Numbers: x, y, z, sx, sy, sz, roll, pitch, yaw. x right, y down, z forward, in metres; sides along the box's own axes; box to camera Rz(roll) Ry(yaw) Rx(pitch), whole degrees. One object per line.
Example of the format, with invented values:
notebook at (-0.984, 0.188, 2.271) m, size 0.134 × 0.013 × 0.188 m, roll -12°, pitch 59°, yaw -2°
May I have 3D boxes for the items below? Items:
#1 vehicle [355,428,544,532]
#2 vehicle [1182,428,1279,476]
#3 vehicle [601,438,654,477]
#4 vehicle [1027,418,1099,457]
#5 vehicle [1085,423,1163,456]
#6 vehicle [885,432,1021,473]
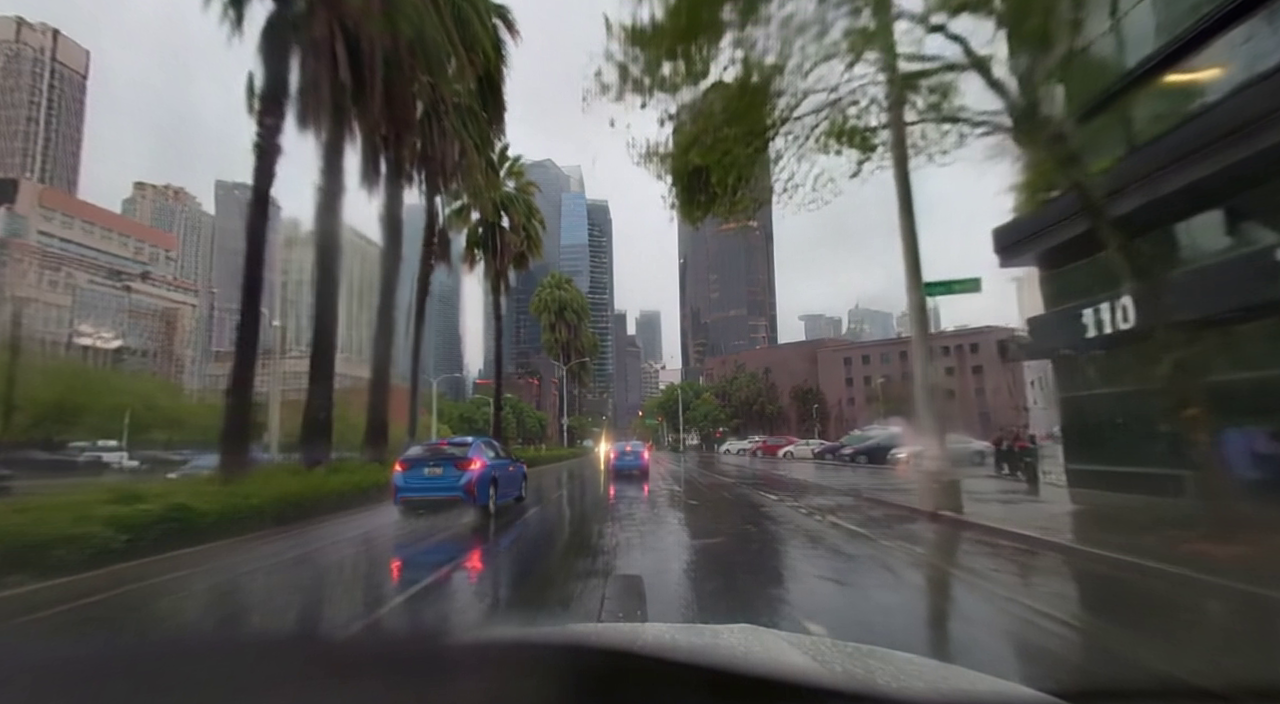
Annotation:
vehicle at (-3.185, 2.243, 11.698) m, size 2.071 × 1.544 × 4.383 m, roll 0°, pitch -8°, yaw 1°
vehicle at (20.534, 3.188, 20.319) m, size 1.976 × 1.431 × 4.774 m, roll 0°, pitch -8°, yaw 0°
vehicle at (-0.492, 4.297, 25.852) m, size 2.004 × 1.465 × 3.713 m, roll 0°, pitch -8°, yaw 0°
vehicle at (23.626, 4.828, 35.549) m, size 2.288 × 1.984 × 5.526 m, roll -4°, pitch -9°, yaw 23°
vehicle at (26.492, 4.851, 34.759) m, size 1.982 × 1.694 × 4.676 m, roll -3°, pitch -9°, yaw 20°
vehicle at (13.258, 4.270, 26.919) m, size 4.749 × 1.522 × 1.905 m, roll -1°, pitch -9°, yaw -3°
